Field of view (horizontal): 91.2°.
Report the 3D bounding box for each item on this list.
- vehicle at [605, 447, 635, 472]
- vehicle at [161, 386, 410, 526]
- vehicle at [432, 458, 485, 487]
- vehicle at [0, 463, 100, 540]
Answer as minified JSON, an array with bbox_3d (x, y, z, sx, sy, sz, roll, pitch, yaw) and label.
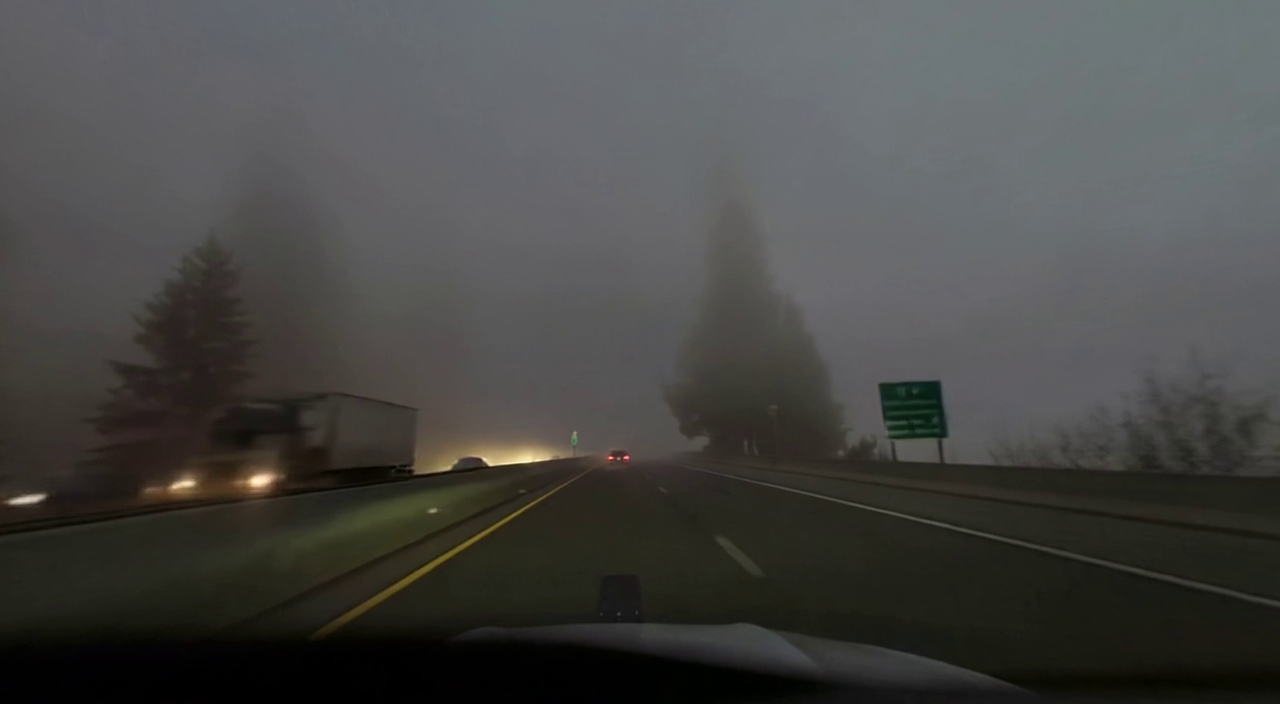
[{"bbox_3d":[-1.460,7.926,46.377,2.098,1.692,4.038,0,-9,-1],"label":"vehicle"},{"bbox_3d":[-9.669,3.021,18.559,2.789,3.216,7.867,0,-9,-1],"label":"vehicle"},{"bbox_3d":[-10.014,6.634,34.831,1.848,1.454,3.922,0,-9,-1],"label":"vehicle"},{"bbox_3d":[-13.847,3.082,12.836,1.829,1.475,4.197,0,-9,-1],"label":"vehicle"}]
